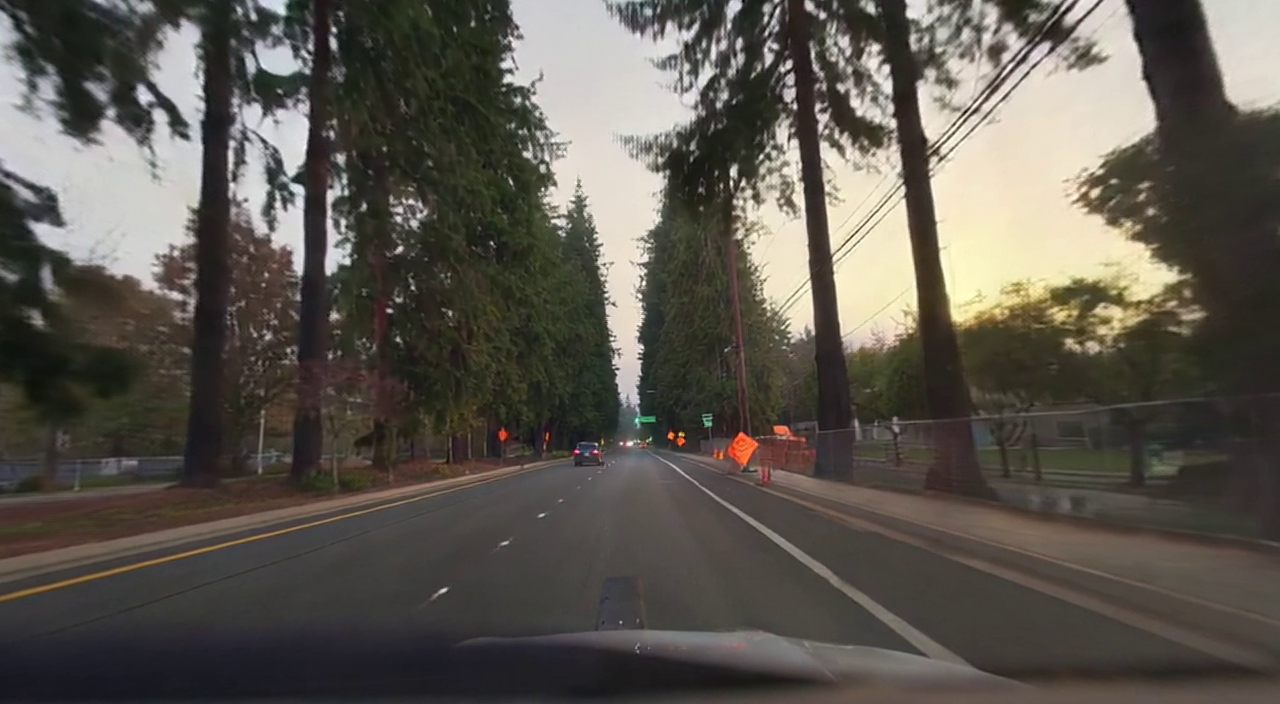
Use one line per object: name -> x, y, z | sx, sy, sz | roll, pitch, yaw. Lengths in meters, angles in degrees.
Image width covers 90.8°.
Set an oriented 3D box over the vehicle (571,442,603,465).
vehicle -> -3.905, 7.524, 46.960 | 1.992, 1.608, 3.868 | 0, -8, 1
